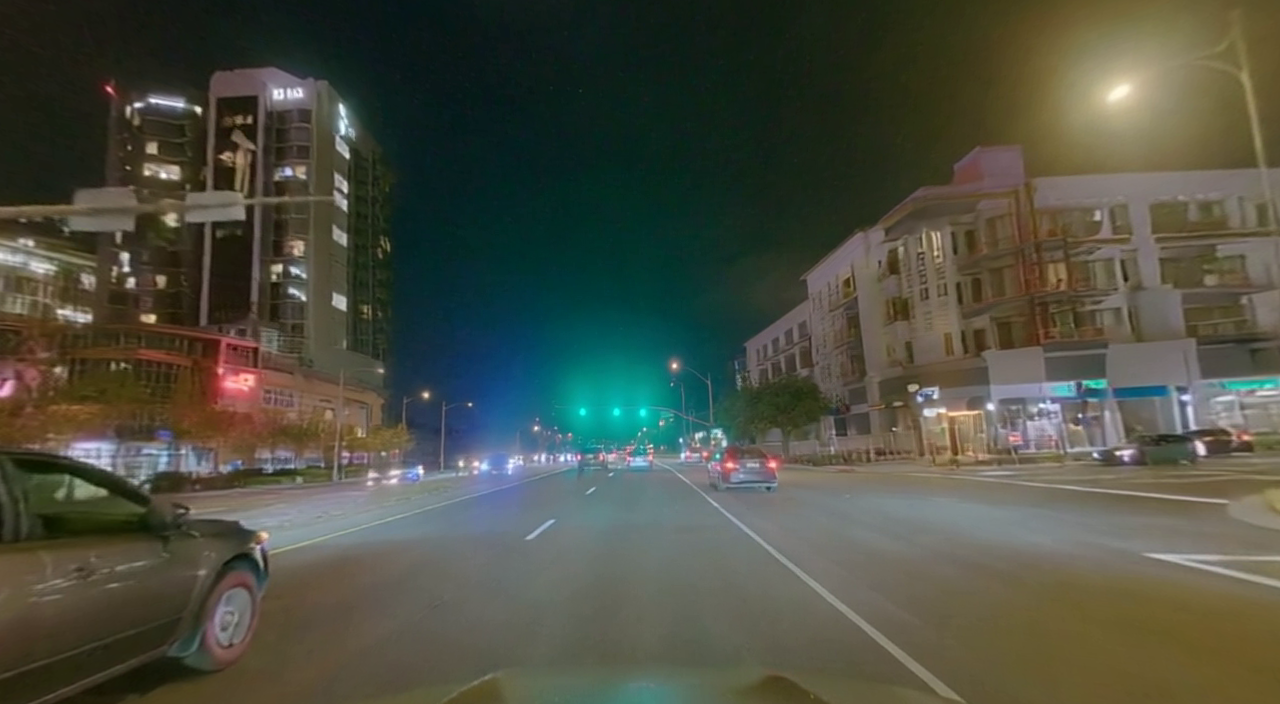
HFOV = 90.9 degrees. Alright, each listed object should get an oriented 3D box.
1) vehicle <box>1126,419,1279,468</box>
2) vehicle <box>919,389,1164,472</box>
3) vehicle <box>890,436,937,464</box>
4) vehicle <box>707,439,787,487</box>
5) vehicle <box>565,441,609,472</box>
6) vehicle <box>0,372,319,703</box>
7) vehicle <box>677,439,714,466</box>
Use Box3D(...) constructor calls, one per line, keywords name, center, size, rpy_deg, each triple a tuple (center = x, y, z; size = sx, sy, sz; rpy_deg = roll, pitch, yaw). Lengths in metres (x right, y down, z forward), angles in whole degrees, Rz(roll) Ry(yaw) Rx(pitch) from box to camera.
Box3D(name="vehicle", center=(23.831, 3.775, 26.180), size=(5.428, 1.629, 2.013), rpy_deg=(-4, -8, 1))
Box3D(name="vehicle", center=(16.752, 3.388, 26.936), size=(8.201, 3.281, 2.759), rpy_deg=(-2, -8, 7))
Box3D(name="vehicle", center=(14.379, 5.134, 32.987), size=(1.920, 1.346, 4.247), rpy_deg=(-5, -9, 27))
Box3D(name="vehicle", center=(3.556, 3.768, 21.742), size=(1.972, 1.452, 4.189), rpy_deg=(0, -8, -1))
Box3D(name="vehicle", center=(-2.796, 5.650, 34.306), size=(2.003, 1.509, 4.396), rpy_deg=(0, -8, 0))
Box3D(name="vehicle", center=(-3.153, 0.785, 1.703), size=(2.024, 1.529, 4.741), rpy_deg=(0, -8, 1))
Box3D(name="vehicle", center=(3.646, 6.638, 41.821), size=(2.050, 1.683, 3.990), rpy_deg=(0, -8, -1))
